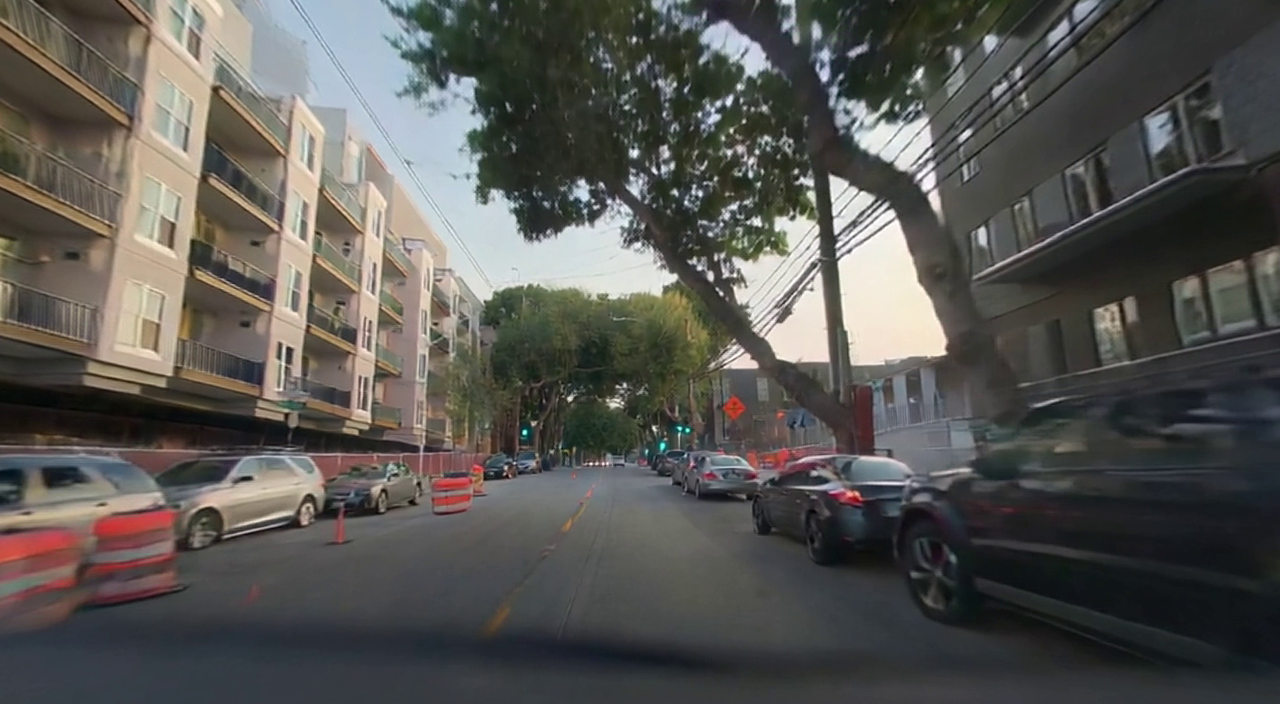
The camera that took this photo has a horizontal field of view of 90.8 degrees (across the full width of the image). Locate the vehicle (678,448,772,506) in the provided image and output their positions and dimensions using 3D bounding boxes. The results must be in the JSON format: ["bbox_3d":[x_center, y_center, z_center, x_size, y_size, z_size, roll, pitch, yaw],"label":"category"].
[{"bbox_3d":[2.435,3.726,19.375,2.010,1.499,4.754,1,-9,-3],"label":"vehicle"}]

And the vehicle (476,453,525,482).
[{"bbox_3d":[-7.543,6.278,34.579,1.968,1.450,4.271,1,-9,-3],"label":"vehicle"}]

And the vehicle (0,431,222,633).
[{"bbox_3d":[-6.460,1.635,6.058,1.971,1.697,4.450,1,-9,-3],"label":"vehicle"}]

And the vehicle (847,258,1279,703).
[{"bbox_3d":[3.144,1.007,3.797,1.994,1.857,4.393,2,-14,-4],"label":"vehicle"}]
